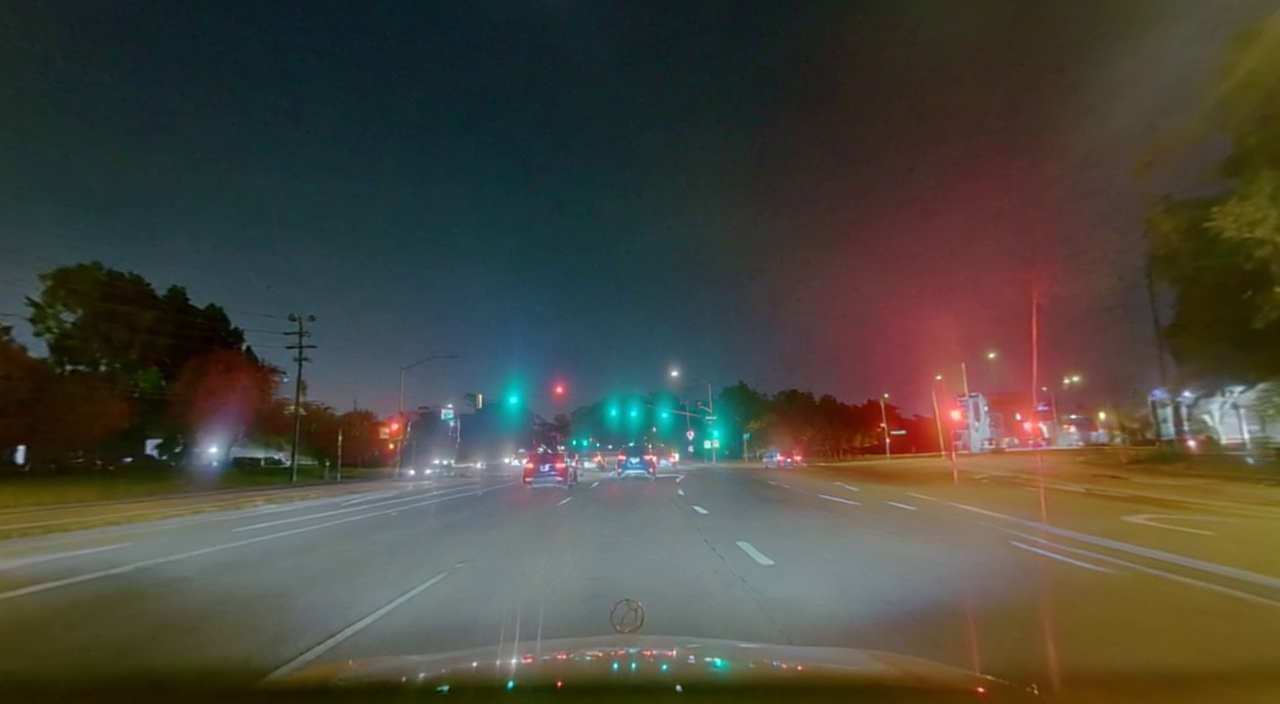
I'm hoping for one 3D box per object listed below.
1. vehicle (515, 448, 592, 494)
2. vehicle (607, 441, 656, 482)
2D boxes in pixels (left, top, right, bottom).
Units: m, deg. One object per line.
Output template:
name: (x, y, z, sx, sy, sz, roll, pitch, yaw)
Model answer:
vehicle: (-3.062, 4.312, 23.320, 2.064, 1.464, 4.373, 0, -8, 2)
vehicle: (-0.355, 5.338, 30.982, 2.276, 1.850, 3.897, 0, -8, 1)
